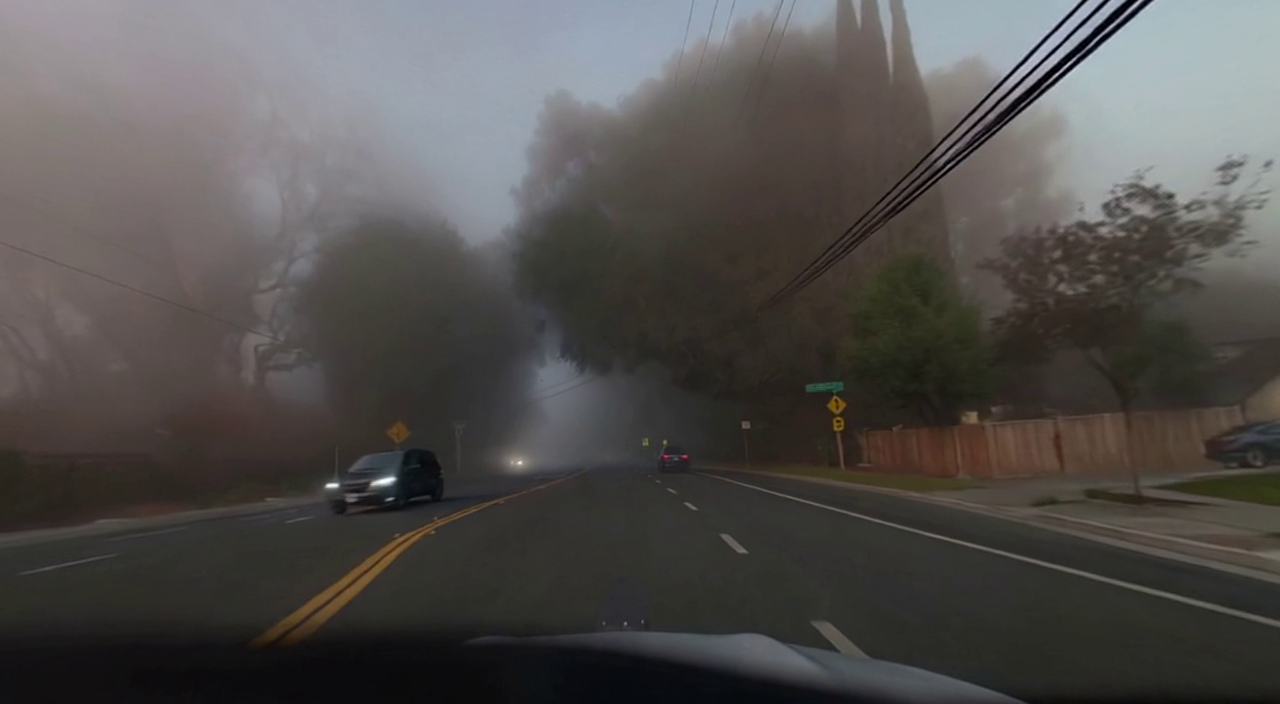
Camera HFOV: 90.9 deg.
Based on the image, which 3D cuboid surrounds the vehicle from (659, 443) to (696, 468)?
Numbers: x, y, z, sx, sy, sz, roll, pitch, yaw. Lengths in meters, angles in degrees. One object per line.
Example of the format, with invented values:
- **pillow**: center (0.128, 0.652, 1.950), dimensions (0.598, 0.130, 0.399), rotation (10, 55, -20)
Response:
- **vehicle**: center (2.801, 7.969, 48.713), dimensions (2.144, 1.843, 4.827), rotation (0, -9, -5)

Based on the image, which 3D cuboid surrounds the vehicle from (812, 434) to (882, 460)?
- **vehicle**: center (16.095, 7.412, 49.195), dimensions (4.583, 1.932, 2.256), rotation (0, -8, -4)

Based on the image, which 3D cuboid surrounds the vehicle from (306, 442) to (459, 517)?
- **vehicle**: center (-6.663, 3.325, 16.989), dimensions (2.127, 1.725, 4.366), rotation (-1, -9, 2)
